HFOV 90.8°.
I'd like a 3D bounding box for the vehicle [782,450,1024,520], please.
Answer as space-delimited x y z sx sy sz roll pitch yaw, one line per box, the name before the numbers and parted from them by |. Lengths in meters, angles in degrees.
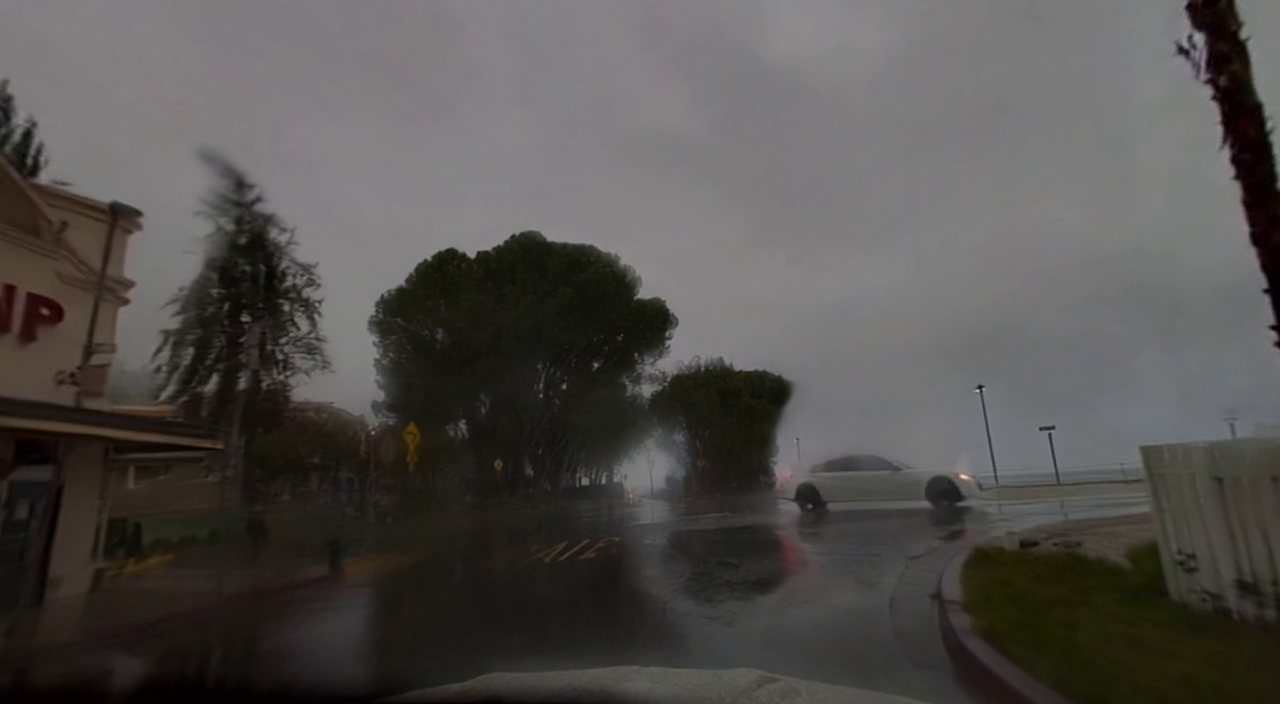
vehicle | 6.628 3.309 16.367 5.323 1.479 2.112 -8 -11 40
